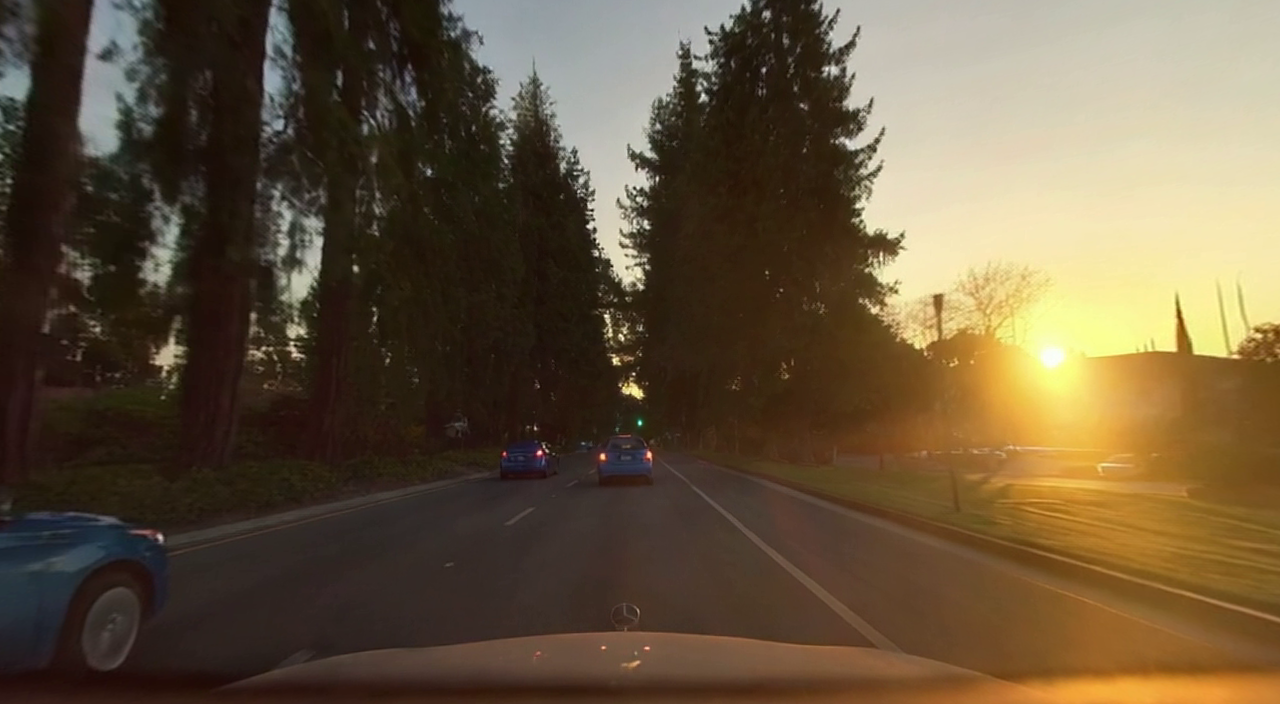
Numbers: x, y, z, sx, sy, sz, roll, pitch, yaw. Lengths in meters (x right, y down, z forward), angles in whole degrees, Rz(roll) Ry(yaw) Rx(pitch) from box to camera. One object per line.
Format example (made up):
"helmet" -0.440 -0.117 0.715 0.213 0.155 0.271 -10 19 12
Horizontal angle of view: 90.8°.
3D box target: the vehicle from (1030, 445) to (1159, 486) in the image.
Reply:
"vehicle" 20.507 5.098 28.646 4.387 1.752 1.903 0 -8 -3

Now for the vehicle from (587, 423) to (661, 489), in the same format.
"vehicle" -0.470 3.142 19.295 2.018 1.769 3.897 0 -8 -1

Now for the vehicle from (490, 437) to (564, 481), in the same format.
"vehicle" -4.081 3.944 23.532 1.917 1.448 4.178 0 -8 1

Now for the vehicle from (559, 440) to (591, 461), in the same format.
"vehicle" -4.662 7.139 45.871 1.831 1.445 3.851 0 -8 1

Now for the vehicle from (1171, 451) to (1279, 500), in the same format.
"vehicle" 20.451 4.007 20.786 4.211 1.477 2.000 1 -9 -5

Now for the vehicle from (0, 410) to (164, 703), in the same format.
"vehicle" -4.128 0.854 1.875 1.959 1.485 4.452 0 -8 0
